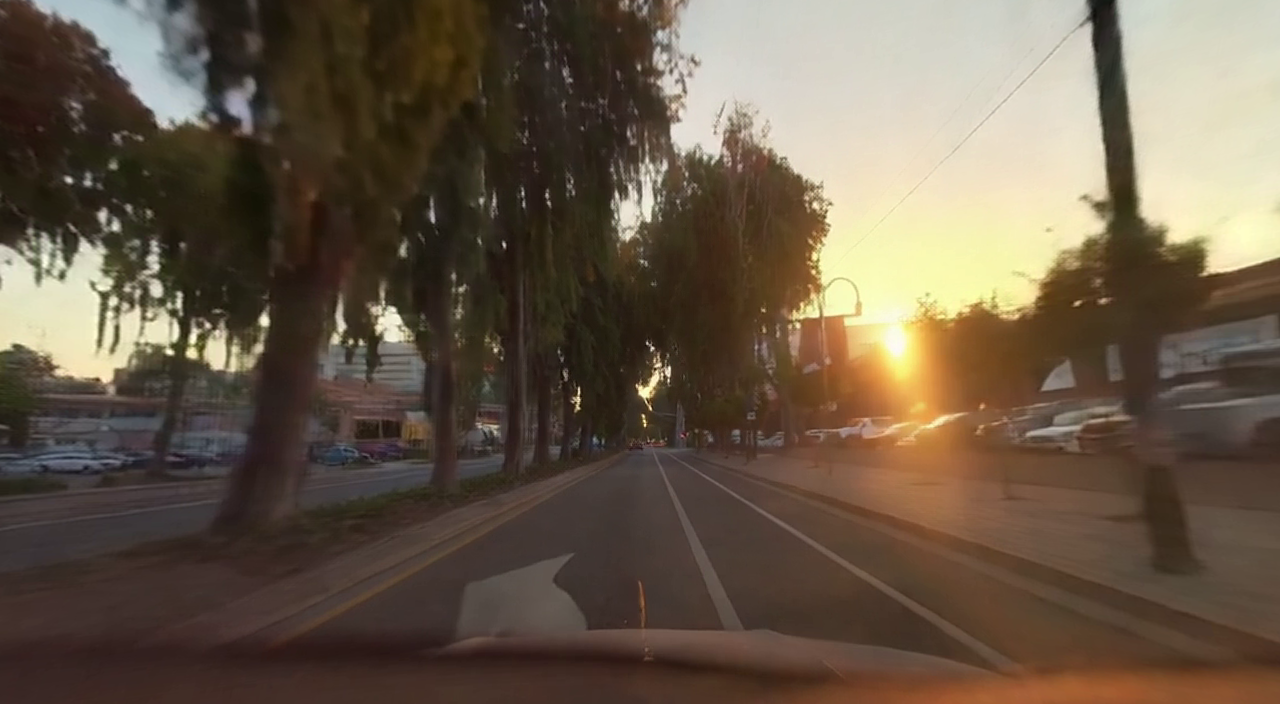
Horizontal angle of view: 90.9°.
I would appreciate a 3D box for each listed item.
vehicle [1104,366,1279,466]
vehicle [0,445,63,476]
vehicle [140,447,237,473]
[{"bbox_3d":[12.818,1.238,12.888,4.713,1.767,2.268,-4,-7,2],"label":"vehicle"},{"bbox_3d":[-44.223,7.671,44.744,4.149,2.160,2.240,0,-8,-2],"label":"vehicle"},{"bbox_3d":[-31.372,7.492,43.898,5.115,1.744,2.000,0,-8,-3],"label":"vehicle"}]
